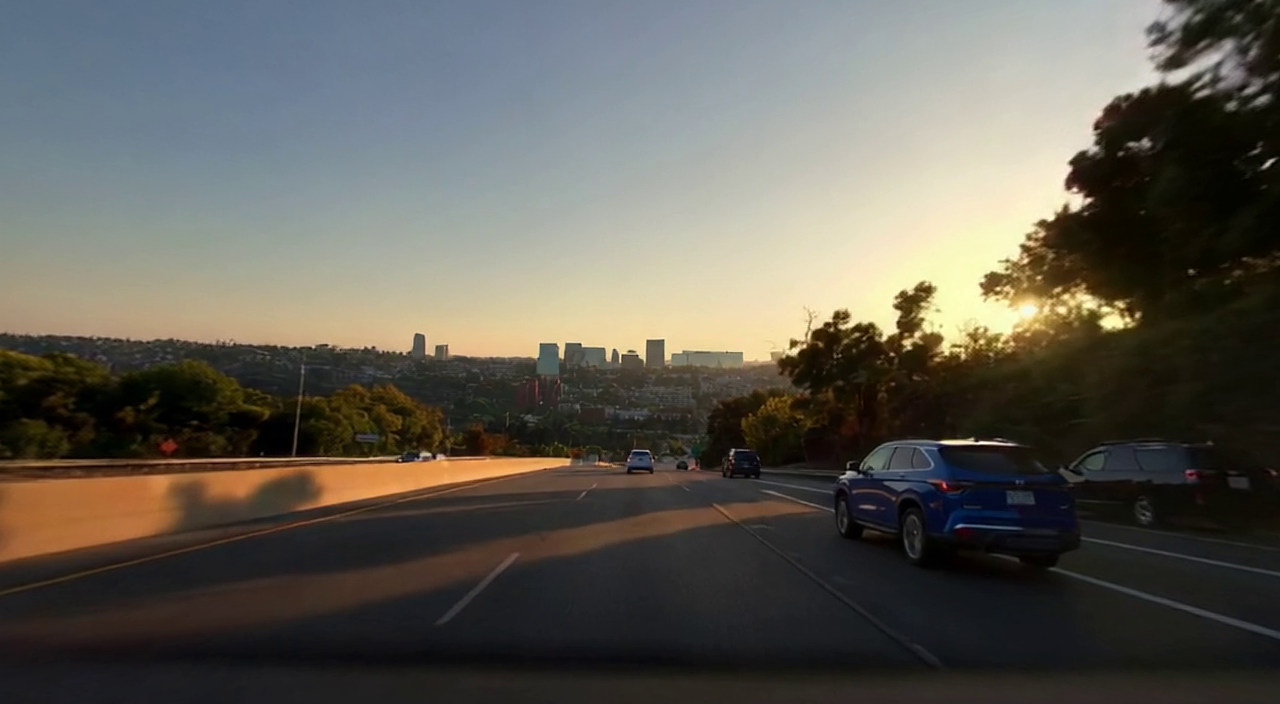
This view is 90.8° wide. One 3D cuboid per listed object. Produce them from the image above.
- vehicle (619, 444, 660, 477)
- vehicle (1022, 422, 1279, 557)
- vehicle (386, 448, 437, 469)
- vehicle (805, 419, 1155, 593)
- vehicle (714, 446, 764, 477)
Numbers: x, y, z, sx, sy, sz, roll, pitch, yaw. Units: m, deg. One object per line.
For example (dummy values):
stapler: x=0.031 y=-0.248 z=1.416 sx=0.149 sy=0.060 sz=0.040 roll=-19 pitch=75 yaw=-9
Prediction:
vehicle: x=-0.087 y=6.188 z=36.334 sx=2.181 sy=1.768 sz=4.383 roll=1 pitch=-9 yaw=-2
vehicle: x=9.307 y=2.278 z=11.113 sx=1.967 sy=1.816 sz=4.775 roll=2 pitch=-9 yaw=-3
vehicle: x=-17.264 y=8.054 z=48.029 sx=2.137 sy=1.454 sz=4.701 roll=0 pitch=-9 yaw=0
vehicle: x=3.874 y=1.819 z=8.336 sx=2.097 sy=1.659 sz=4.320 roll=1 pitch=-9 yaw=-2
vehicle: x=7.517 y=8.390 z=48.815 sx=2.526 sy=2.230 sz=6.190 roll=1 pitch=-9 yaw=-4
